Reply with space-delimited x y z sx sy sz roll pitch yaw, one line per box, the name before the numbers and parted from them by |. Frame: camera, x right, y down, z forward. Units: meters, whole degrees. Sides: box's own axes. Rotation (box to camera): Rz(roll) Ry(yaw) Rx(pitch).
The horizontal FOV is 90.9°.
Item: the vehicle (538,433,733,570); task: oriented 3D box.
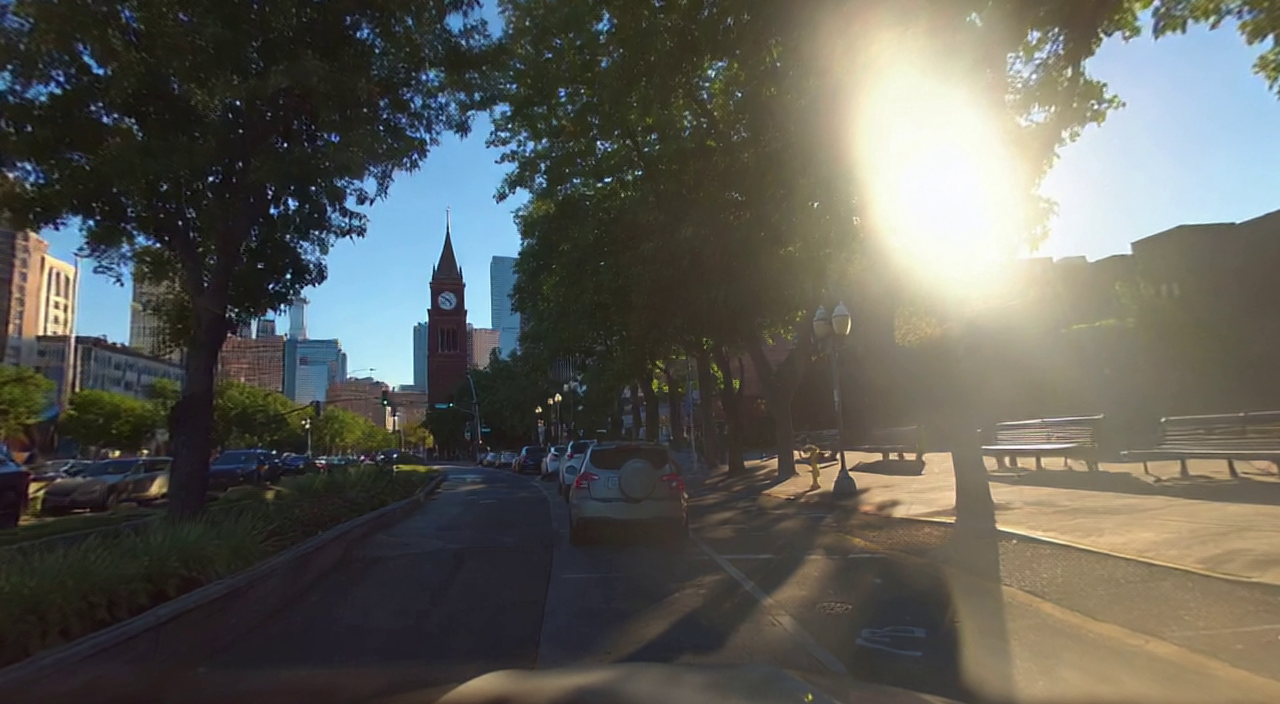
vehicle | -0.232 1.941 9.015 2.142 1.475 4.051 1 -8 -5
